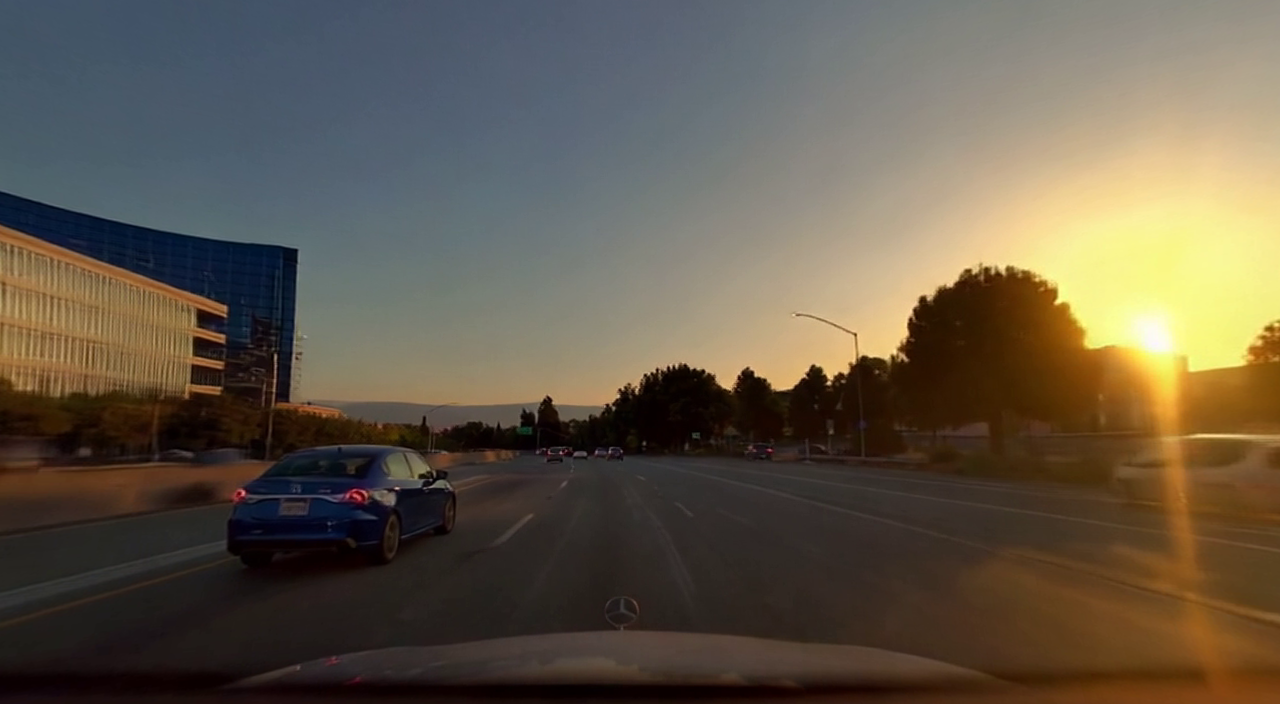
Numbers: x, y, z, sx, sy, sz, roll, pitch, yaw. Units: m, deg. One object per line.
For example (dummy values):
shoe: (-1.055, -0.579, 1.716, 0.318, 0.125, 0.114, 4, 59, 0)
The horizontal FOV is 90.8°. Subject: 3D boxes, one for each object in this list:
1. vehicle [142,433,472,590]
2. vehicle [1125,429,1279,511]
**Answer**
vehicle: (-3.764, 1.850, 8.267, 2.018, 1.476, 4.364, 0, -8, -2)
vehicle: (13.721, 2.526, 13.789, 1.983, 1.613, 5.190, 0, -8, -2)
